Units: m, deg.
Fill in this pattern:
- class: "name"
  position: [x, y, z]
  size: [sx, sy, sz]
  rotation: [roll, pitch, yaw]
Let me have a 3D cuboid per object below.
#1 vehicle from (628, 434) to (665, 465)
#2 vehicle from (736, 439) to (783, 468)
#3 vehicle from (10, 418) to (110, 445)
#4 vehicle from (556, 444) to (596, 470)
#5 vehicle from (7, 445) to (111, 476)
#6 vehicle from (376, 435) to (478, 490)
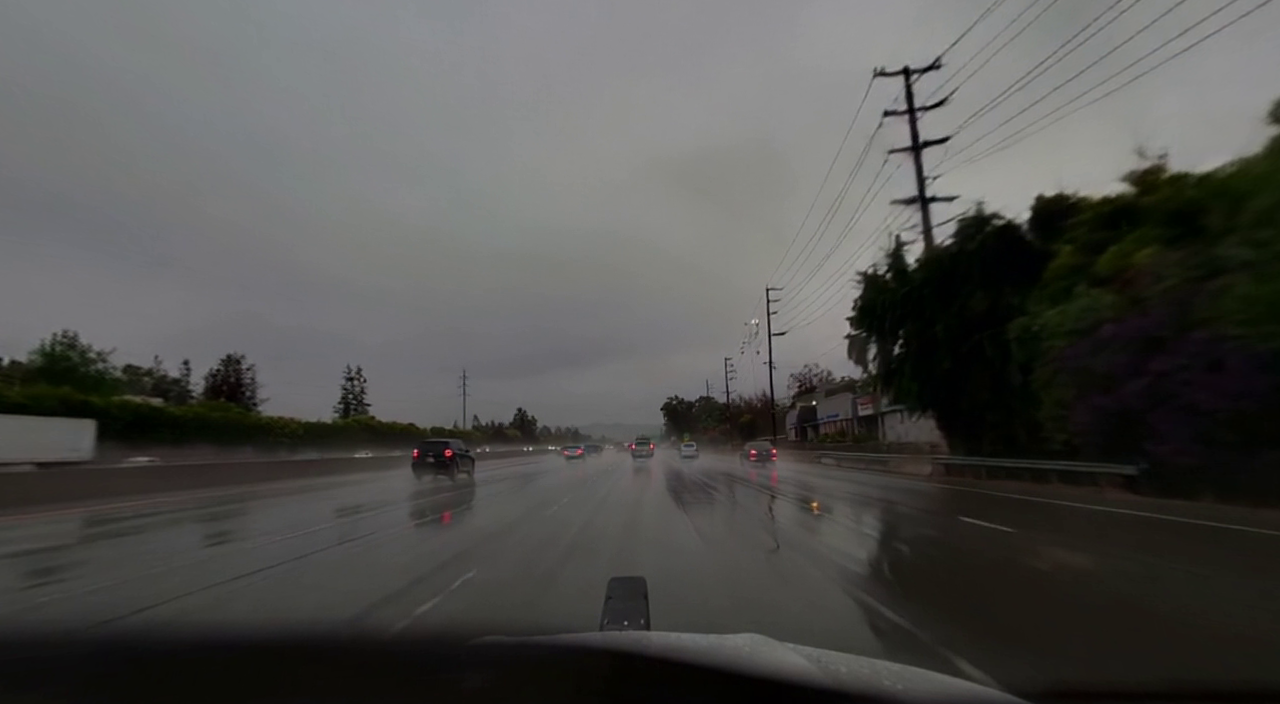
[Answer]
- class: "vehicle"
  position: [0.425, 7.358, 47.841]
  size: [2.622, 2.208, 5.320]
  rotation: [0, -8, -1]
- class: "vehicle"
  position: [7.291, 6.242, 38.941]
  size: [1.937, 1.698, 4.322]
  rotation: [0, -8, -1]
- class: "vehicle"
  position: [-37.330, 5.196, 40.772]
  size: [1.919, 1.651, 4.773]
  rotation: [0, -8, 0]
- class: "vehicle"
  position: [-3.788, 6.304, 38.082]
  size: [1.979, 1.469, 4.378]
  rotation: [0, -8, 0]
- class: "vehicle"
  position: [-37.343, 6.953, 40.687]
  size: [2.163, 1.848, 4.779]
  rotation: [0, -8, -1]
- class: "vehicle"
  position: [-7.349, 3.832, 22.279]
  size: [2.007, 1.732, 4.395]
  rotation: [0, -8, 0]
